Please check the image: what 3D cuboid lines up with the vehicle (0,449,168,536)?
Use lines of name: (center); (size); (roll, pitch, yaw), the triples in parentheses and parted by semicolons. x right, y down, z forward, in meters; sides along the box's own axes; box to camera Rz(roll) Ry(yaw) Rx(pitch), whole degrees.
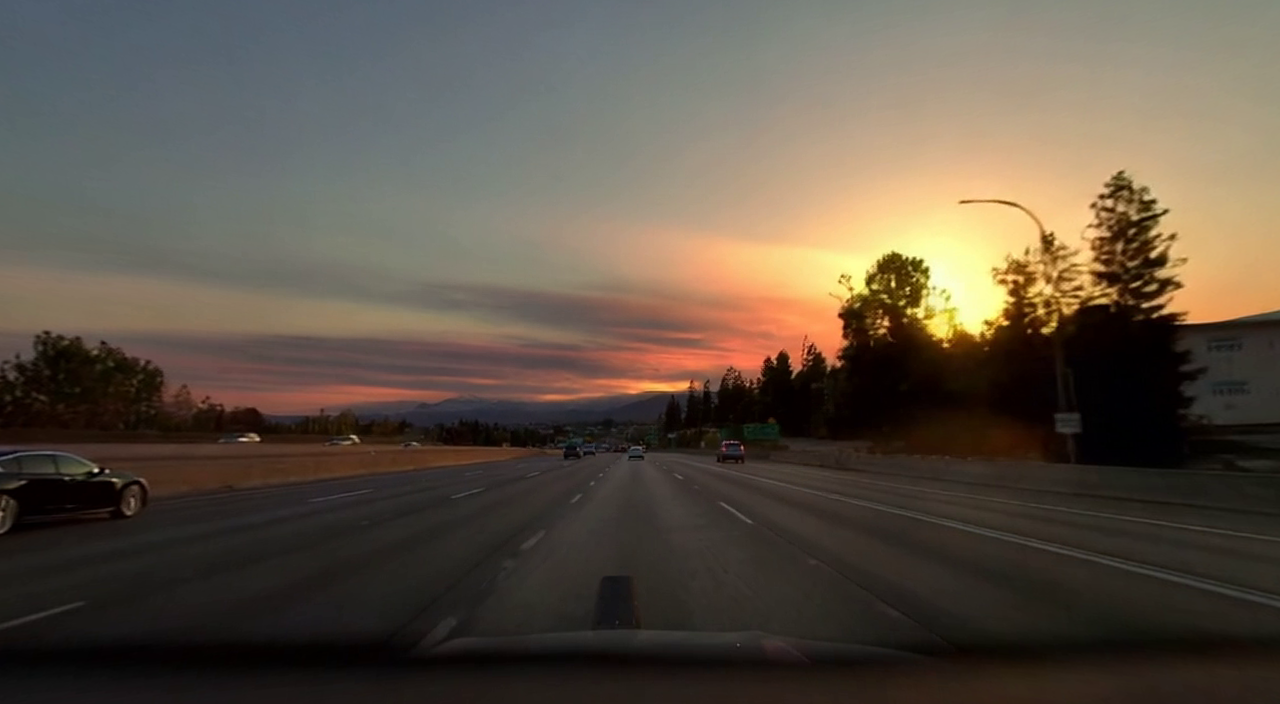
vehicle: (-11.456, 2.517, 11.627); (1.983, 1.381, 4.464); (-1, -8, 2)
